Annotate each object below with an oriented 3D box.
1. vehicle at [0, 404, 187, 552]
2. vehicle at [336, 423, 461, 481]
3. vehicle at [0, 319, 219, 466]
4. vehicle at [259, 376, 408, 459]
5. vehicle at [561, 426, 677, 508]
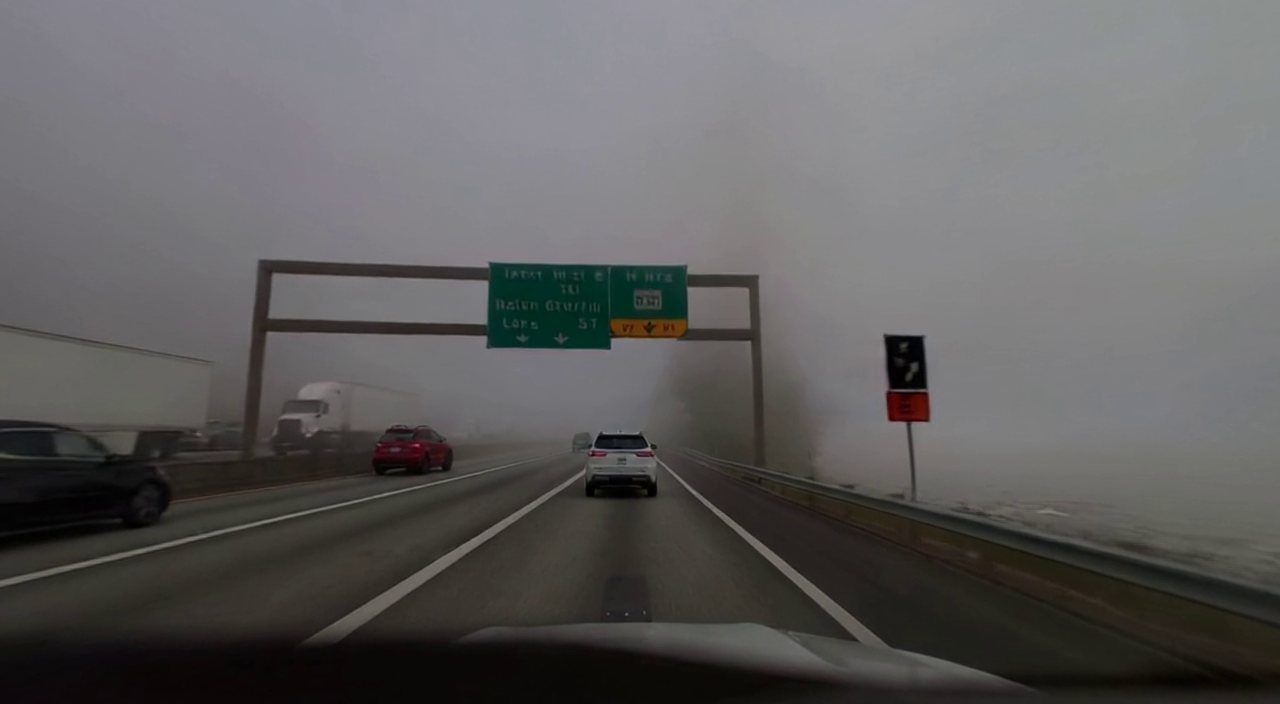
[{"bbox_3d":[-7.728,1.422,7.277,2.088,1.531,3.791,0,-8,1],"label":"vehicle"},{"bbox_3d":[-7.688,3.234,20.590,2.325,1.663,4.426,0,-8,0],"label":"vehicle"},{"bbox_3d":[-18.945,1.294,18.415,2.886,3.979,15.186,0,-8,0],"label":"vehicle"},{"bbox_3d":[-15.091,3.512,32.061,3.034,3.627,9.026,0,-8,0],"label":"vehicle"},{"bbox_3d":[-0.373,2.435,13.881,2.127,1.497,4.445,0,-8,0],"label":"vehicle"}]
